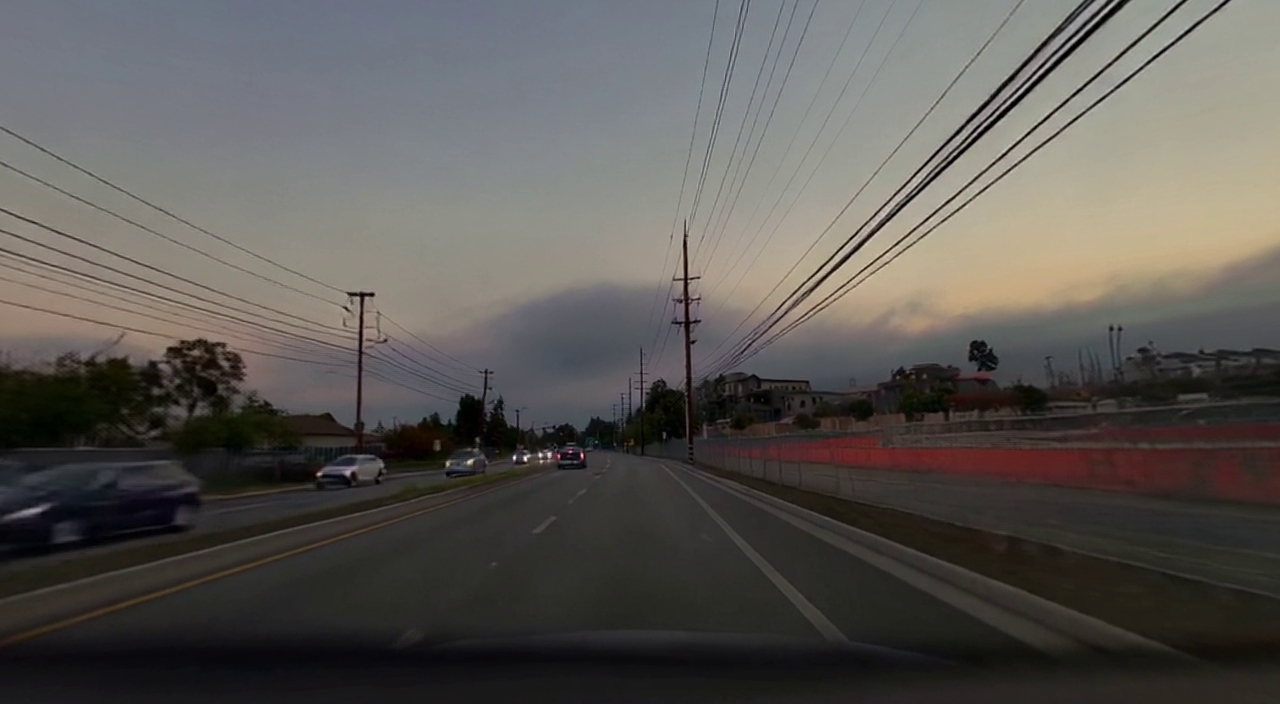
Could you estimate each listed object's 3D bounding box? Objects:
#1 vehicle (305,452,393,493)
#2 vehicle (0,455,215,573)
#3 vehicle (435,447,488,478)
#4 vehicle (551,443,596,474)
[{"bbox_3d":[-13.375,5.527,29.276,1.942,1.660,4.595,1,-9,-1],"label":"vehicle"},{"bbox_3d":[-9.756,2.554,10.626,2.007,1.520,4.466,0,-9,0],"label":"vehicle"},{"bbox_3d":[-10.557,6.518,37.493,1.954,1.690,4.080,1,-9,-1],"label":"vehicle"},{"bbox_3d":[-3.528,5.729,34.066,1.992,1.515,4.289,1,-9,-1],"label":"vehicle"}]
